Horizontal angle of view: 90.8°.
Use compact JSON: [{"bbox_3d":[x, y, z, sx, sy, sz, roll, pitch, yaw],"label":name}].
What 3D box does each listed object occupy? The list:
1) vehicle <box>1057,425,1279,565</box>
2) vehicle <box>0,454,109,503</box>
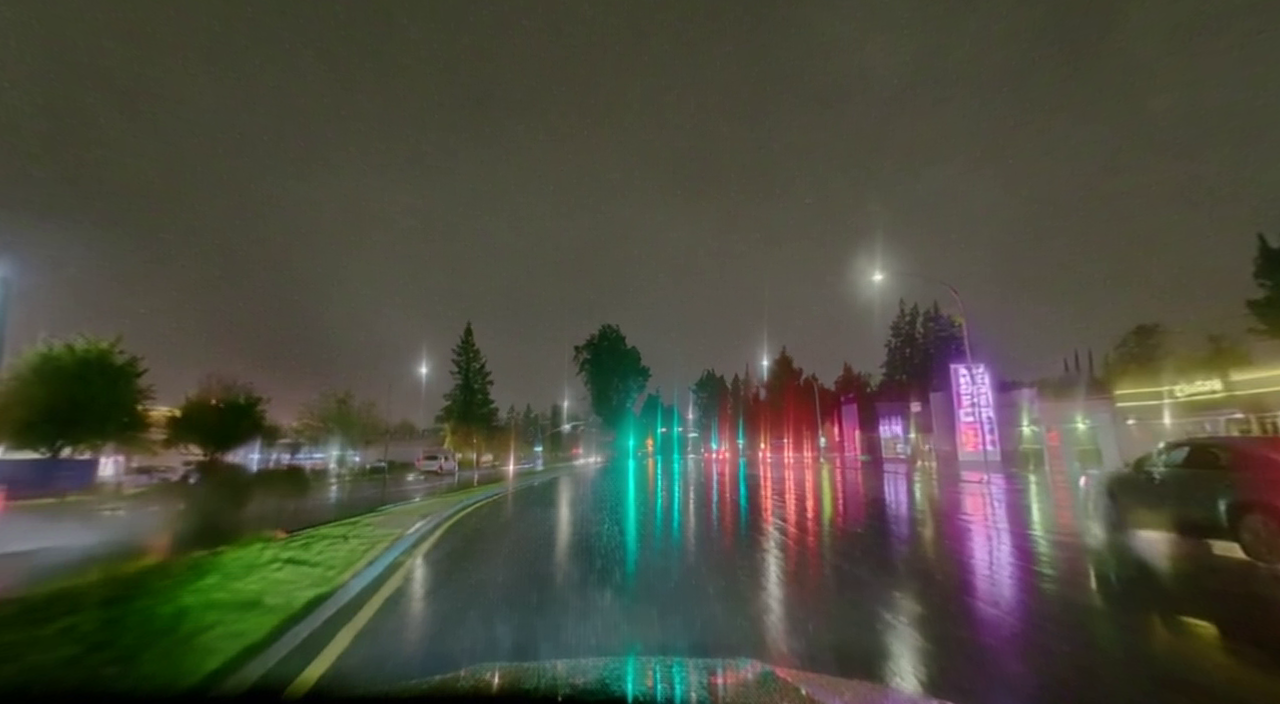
[{"bbox_3d":[7.750,1.721,8.105,1.936,1.460,4.258,0,-8,1],"label":"vehicle"},{"bbox_3d":[-26.808,5.391,27.153,5.702,1.985,2.175,7,-12,-33],"label":"vehicle"}]
